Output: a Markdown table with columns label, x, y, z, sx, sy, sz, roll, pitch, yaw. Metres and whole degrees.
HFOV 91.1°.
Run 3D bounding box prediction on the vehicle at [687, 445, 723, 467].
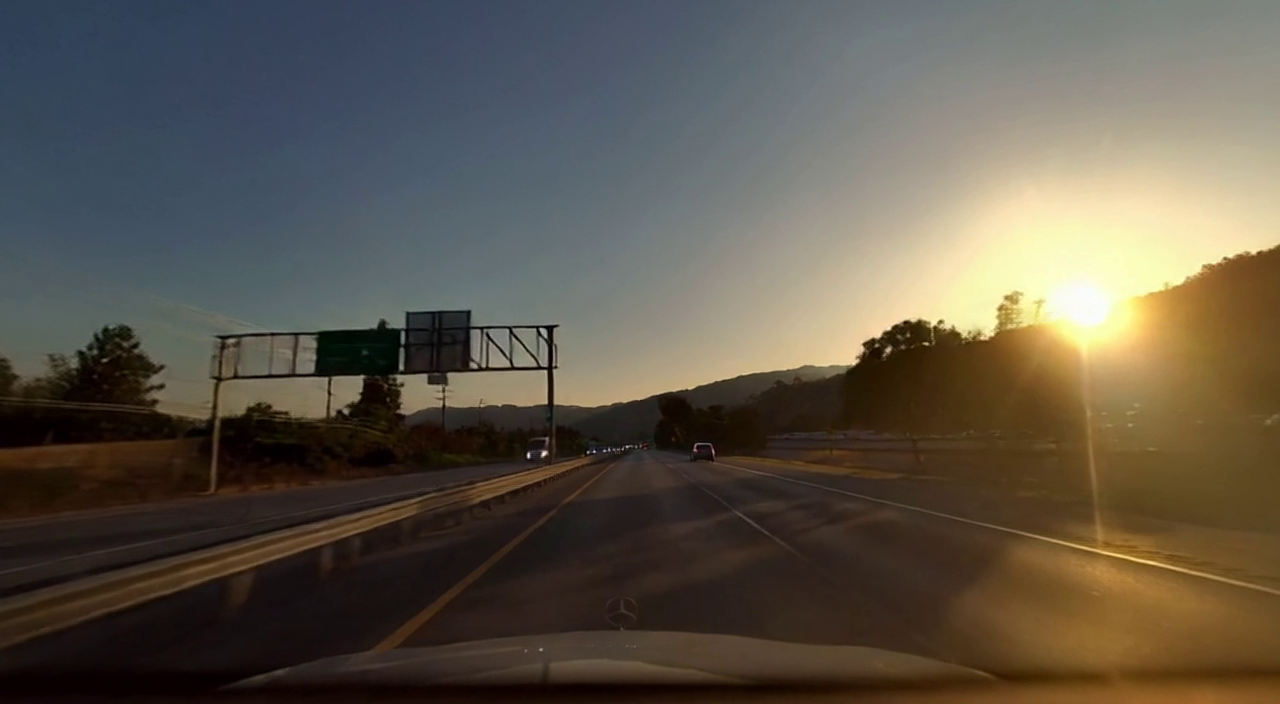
| label | x | y | z | sx | sy | sz | roll | pitch | yaw |
| --- | --- | --- | --- | --- | --- | --- | --- | --- | --- |
| vehicle | 4.287 | 6.890 | 41.787 | 1.923 | 1.408 | 3.835 | 0 | -9 | -1 |
